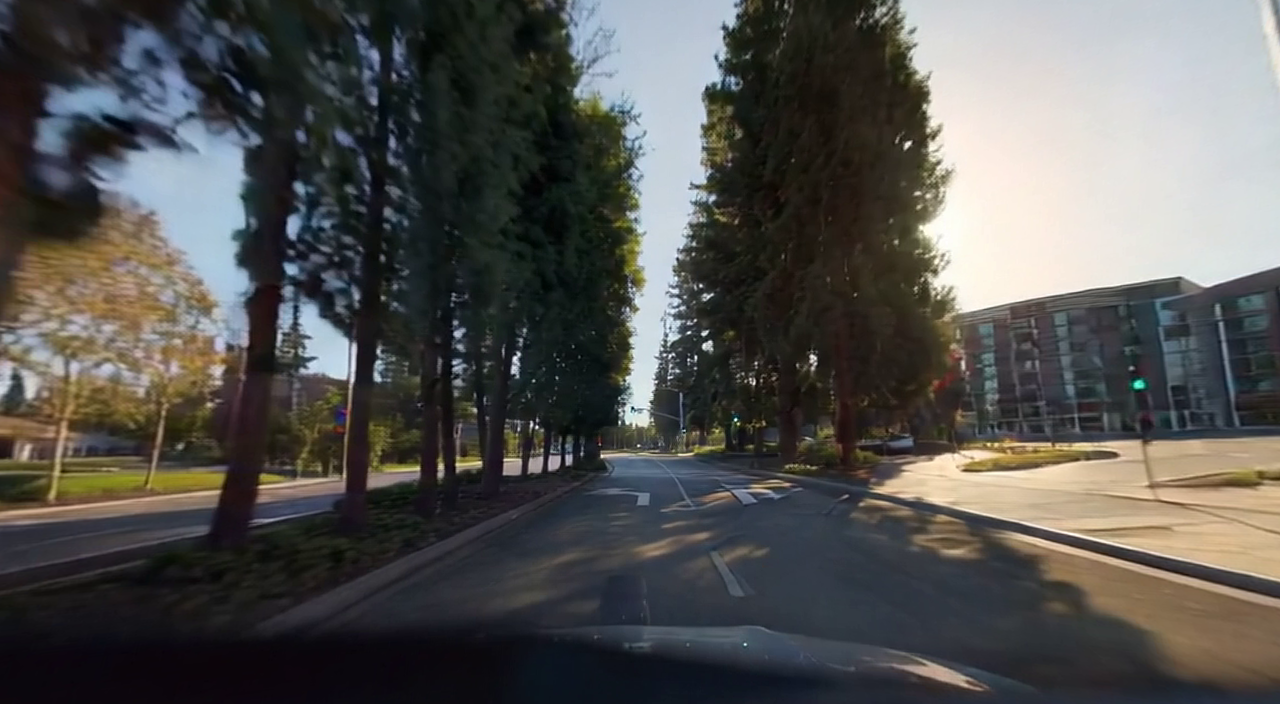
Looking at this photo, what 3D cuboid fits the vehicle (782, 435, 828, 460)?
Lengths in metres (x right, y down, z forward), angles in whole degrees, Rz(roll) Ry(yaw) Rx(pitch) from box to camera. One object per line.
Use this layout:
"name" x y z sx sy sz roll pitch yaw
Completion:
"vehicle" 12.483 7.273 47.791 2.185 1.792 4.942 0 -8 0
